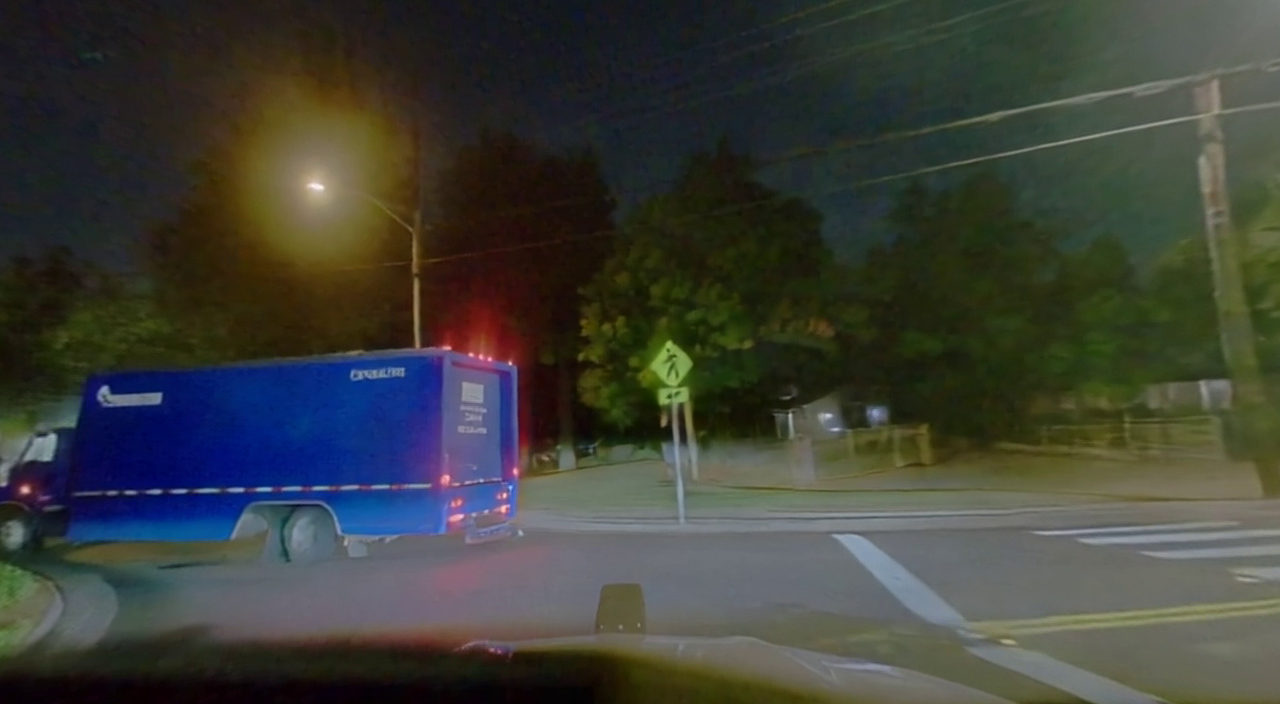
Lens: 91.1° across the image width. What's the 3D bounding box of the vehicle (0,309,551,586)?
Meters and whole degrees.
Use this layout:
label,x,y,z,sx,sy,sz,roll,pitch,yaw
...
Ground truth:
label,x,y,z,sx,sy,sz,roll,pitch,yaw
vehicle,-6.493,1.552,10.671,9.680,3.326,2.838,-3,-8,21
